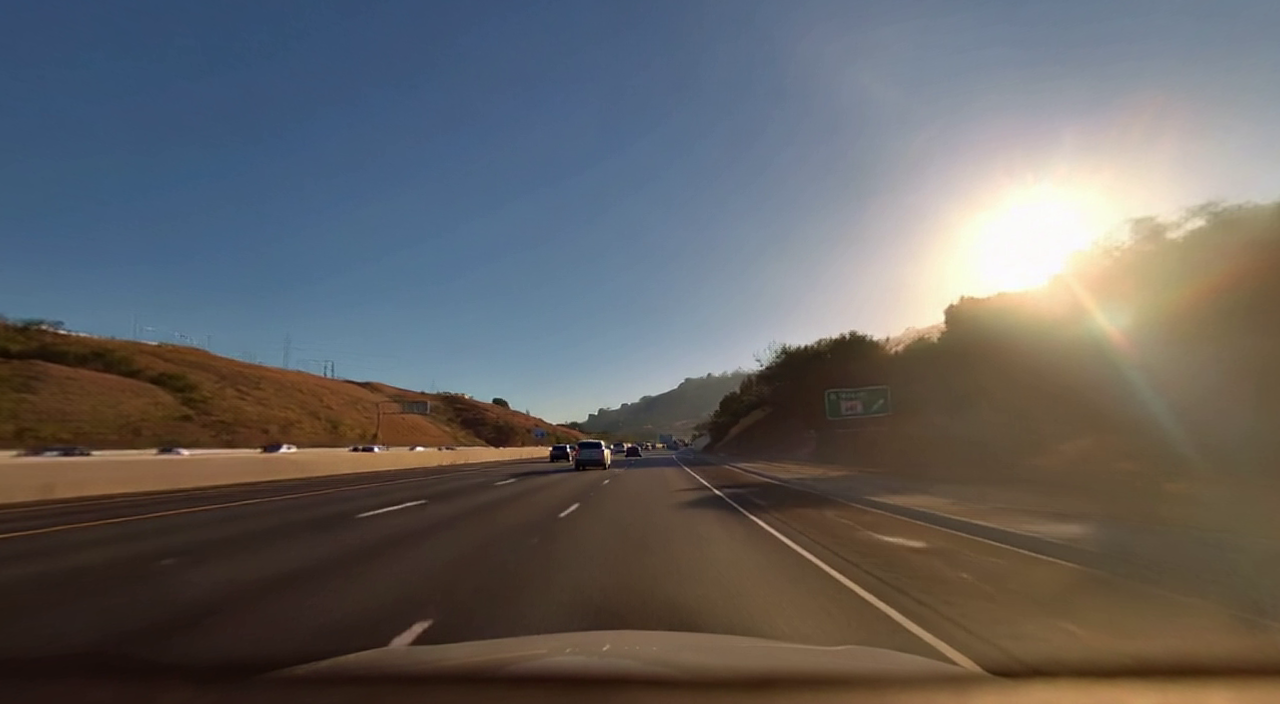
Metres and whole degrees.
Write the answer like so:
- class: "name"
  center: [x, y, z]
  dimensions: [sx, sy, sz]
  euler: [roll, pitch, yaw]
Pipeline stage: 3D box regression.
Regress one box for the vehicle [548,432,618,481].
- class: "vehicle"
  center: [-2.318, 4.477, 27.262]
  dimensions: [2.413, 1.896, 5.218]
  euler: [0, -9, 2]
